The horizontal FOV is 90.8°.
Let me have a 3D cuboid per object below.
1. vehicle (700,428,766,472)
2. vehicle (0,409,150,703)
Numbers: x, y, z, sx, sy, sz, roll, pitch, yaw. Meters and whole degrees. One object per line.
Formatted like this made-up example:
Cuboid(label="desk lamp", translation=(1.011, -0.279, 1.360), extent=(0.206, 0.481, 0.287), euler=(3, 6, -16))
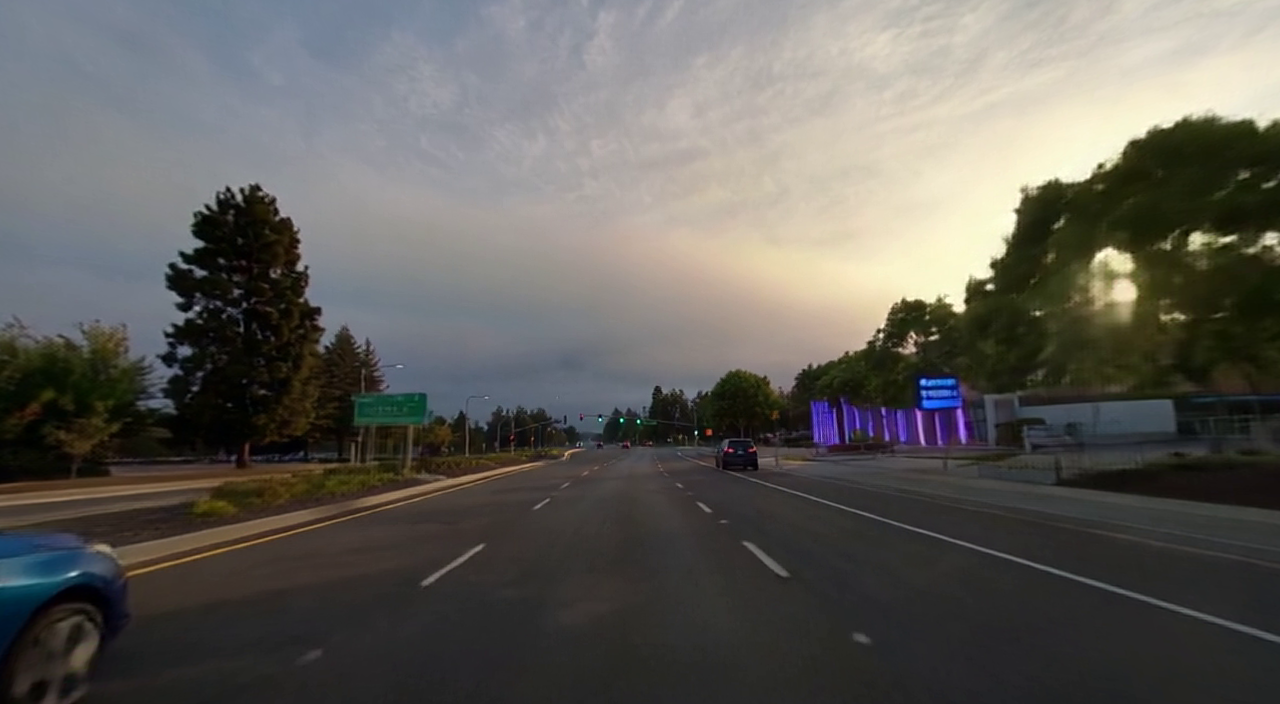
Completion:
Cuboid(label="vehicle", translation=(4.568, 4.926, 32.042), extent=(2.476, 2.016, 5.586), euler=(0, -8, 0))
Cuboid(label="vehicle", translation=(-3.920, 0.809, 1.521), extent=(2.017, 1.470, 4.293), euler=(0, -8, 0))
